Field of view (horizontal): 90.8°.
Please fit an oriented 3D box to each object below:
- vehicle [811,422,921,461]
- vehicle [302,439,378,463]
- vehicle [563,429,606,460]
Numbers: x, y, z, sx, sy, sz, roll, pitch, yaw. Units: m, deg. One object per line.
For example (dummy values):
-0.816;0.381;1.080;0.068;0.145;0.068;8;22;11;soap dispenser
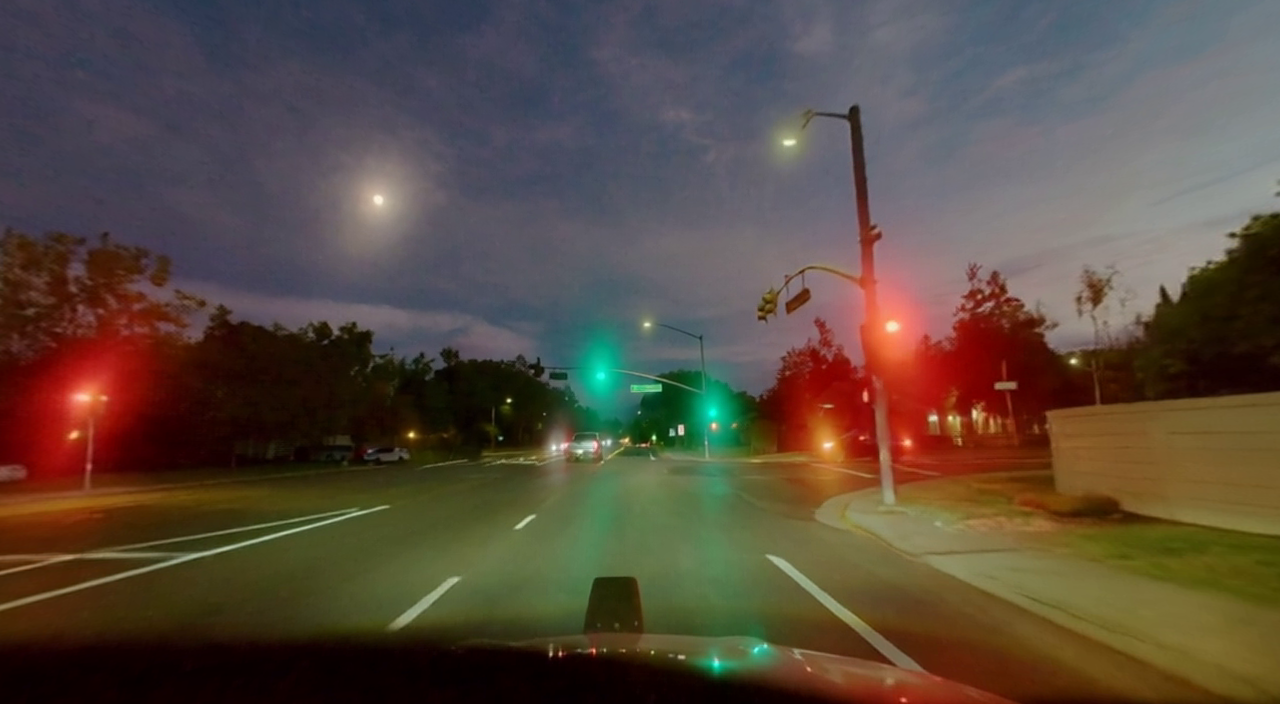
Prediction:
10.770;4.314;30.400;4.500;1.761;1.975;0;-9;0;vehicle
-22.881;7.541;48.341;4.772;1.745;2.058;-1;-9;5;vehicle
-3.795;6.503;44.547;2.508;2.001;5.880;0;-9;0;vehicle
